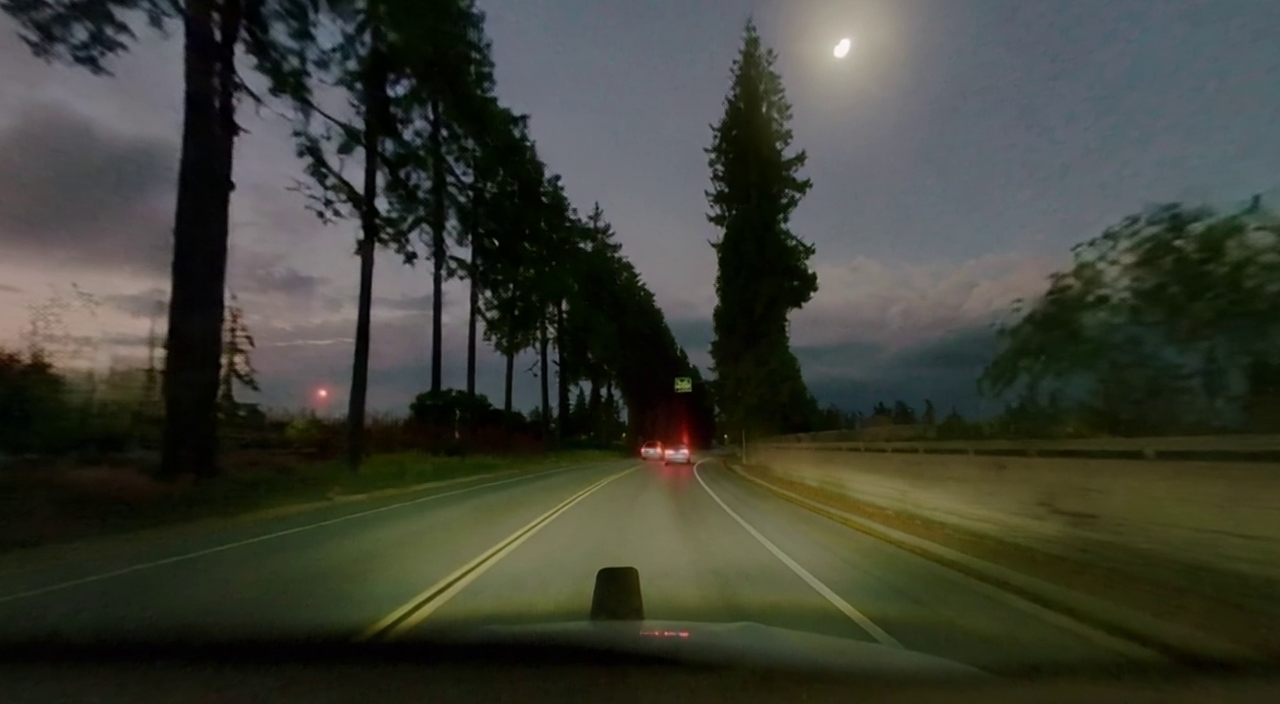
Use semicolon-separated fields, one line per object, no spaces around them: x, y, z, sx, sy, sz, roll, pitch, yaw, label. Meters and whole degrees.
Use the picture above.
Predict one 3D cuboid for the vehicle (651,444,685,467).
1.928;6.898;42.336;2.071;1.474;4.047;-1;-8;5;vehicle
